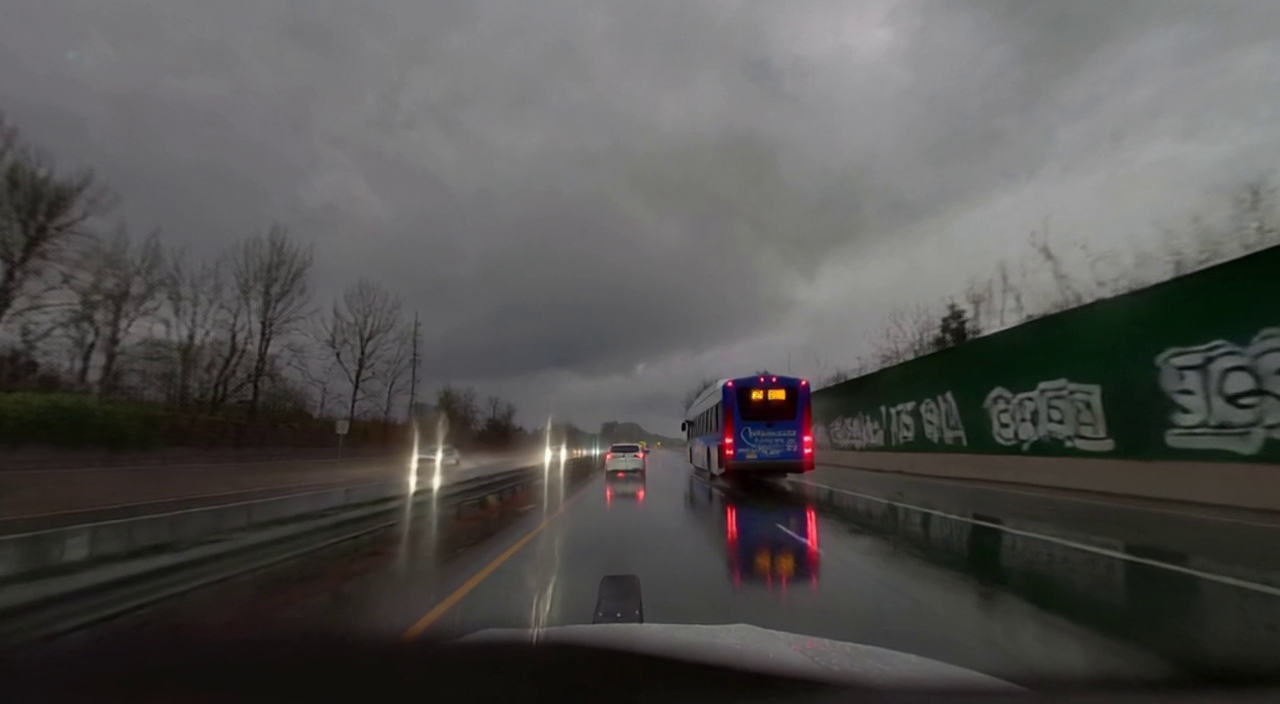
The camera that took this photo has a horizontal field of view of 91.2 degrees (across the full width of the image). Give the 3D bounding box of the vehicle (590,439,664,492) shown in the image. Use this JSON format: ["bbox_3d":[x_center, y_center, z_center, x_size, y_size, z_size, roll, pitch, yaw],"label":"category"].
[{"bbox_3d":[-0.340,3.659,20.525,2.160,1.532,4.073,-1,-9,1],"label":"vehicle"}]

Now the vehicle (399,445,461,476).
[{"bbox_3d":[-12.282,6.373,37.005,2.029,1.647,4.323,-1,-9,2],"label":"vehicle"}]

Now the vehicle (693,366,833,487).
[{"bbox_3d":[4.078,3.118,24.436,3.055,3.479,12.521,-1,-9,1],"label":"vehicle"}]
